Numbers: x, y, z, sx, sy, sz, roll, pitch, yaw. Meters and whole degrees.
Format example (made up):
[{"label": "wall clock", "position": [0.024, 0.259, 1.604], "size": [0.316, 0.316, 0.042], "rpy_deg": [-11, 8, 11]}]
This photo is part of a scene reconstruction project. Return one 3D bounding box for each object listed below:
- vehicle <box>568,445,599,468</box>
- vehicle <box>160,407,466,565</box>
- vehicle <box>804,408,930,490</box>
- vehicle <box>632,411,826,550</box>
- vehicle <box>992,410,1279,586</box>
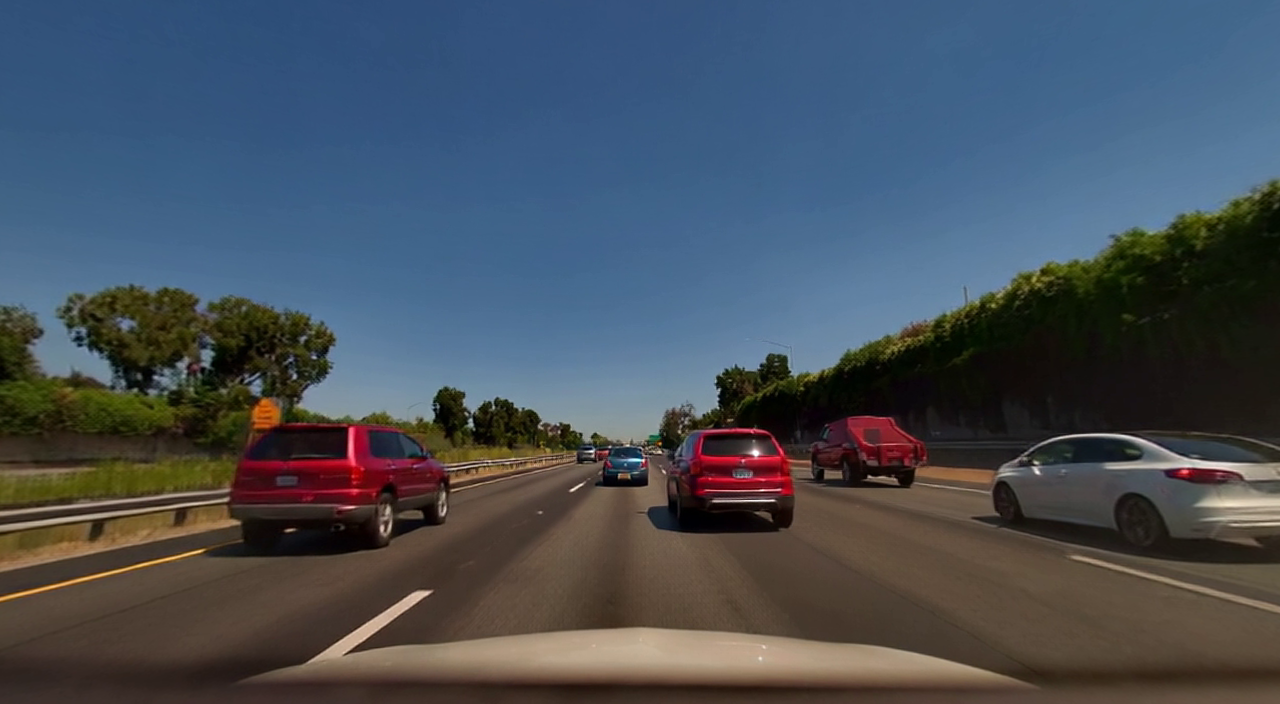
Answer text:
[{"label": "vehicle", "position": [-4.195, 7.841, 47.413], "size": [1.889, 1.600, 4.043], "rpy_deg": [0, -9, 1]}, {"label": "vehicle", "position": [-4.304, 1.856, 9.419], "size": [2.047, 1.755, 4.638], "rpy_deg": [0, -9, 0]}, {"label": "vehicle", "position": [7.821, 3.463, 22.541], "size": [2.390, 2.503, 5.788], "rpy_deg": [0, -9, 1]}, {"label": "vehicle", "position": [1.120, 1.938, 10.073], "size": [2.230, 1.740, 3.976], "rpy_deg": [1, -9, -4]}, {"label": "vehicle", "position": [6.919, 1.724, 8.245], "size": [1.972, 1.647, 4.429], "rpy_deg": [0, -9, -1]}]
